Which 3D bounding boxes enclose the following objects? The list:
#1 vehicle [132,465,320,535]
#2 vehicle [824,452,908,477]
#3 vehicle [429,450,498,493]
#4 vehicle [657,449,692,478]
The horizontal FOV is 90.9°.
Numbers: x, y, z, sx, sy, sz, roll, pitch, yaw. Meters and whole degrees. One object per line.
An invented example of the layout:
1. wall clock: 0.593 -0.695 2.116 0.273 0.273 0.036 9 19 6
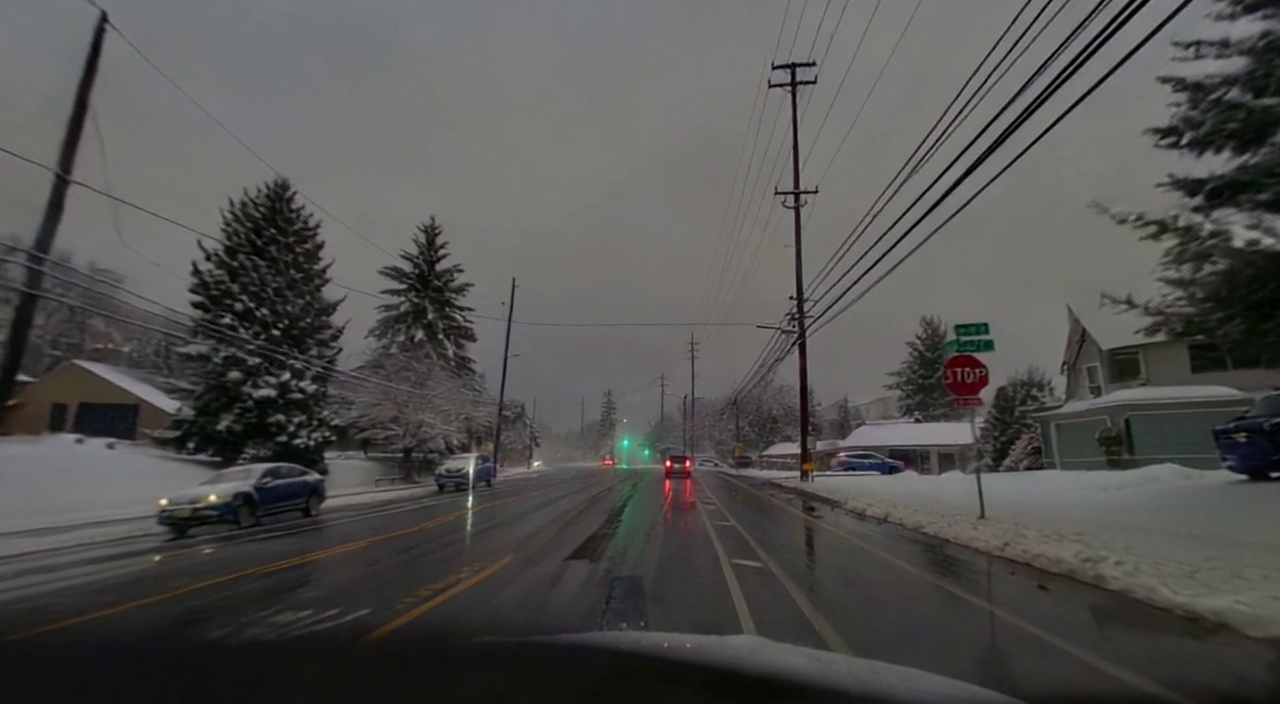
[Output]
1. vehicle: -10.792 3.861 16.949 1.965 1.455 4.472 0 -8 1
2. vehicle: 14.491 7.237 40.597 4.648 1.511 1.919 0 -8 1
3. vehicle: -9.400 6.370 34.122 1.998 2.047 5.167 -1 -8 3
4. vehicle: 2.468 7.930 45.199 2.284 1.741 4.702 2 -8 4
